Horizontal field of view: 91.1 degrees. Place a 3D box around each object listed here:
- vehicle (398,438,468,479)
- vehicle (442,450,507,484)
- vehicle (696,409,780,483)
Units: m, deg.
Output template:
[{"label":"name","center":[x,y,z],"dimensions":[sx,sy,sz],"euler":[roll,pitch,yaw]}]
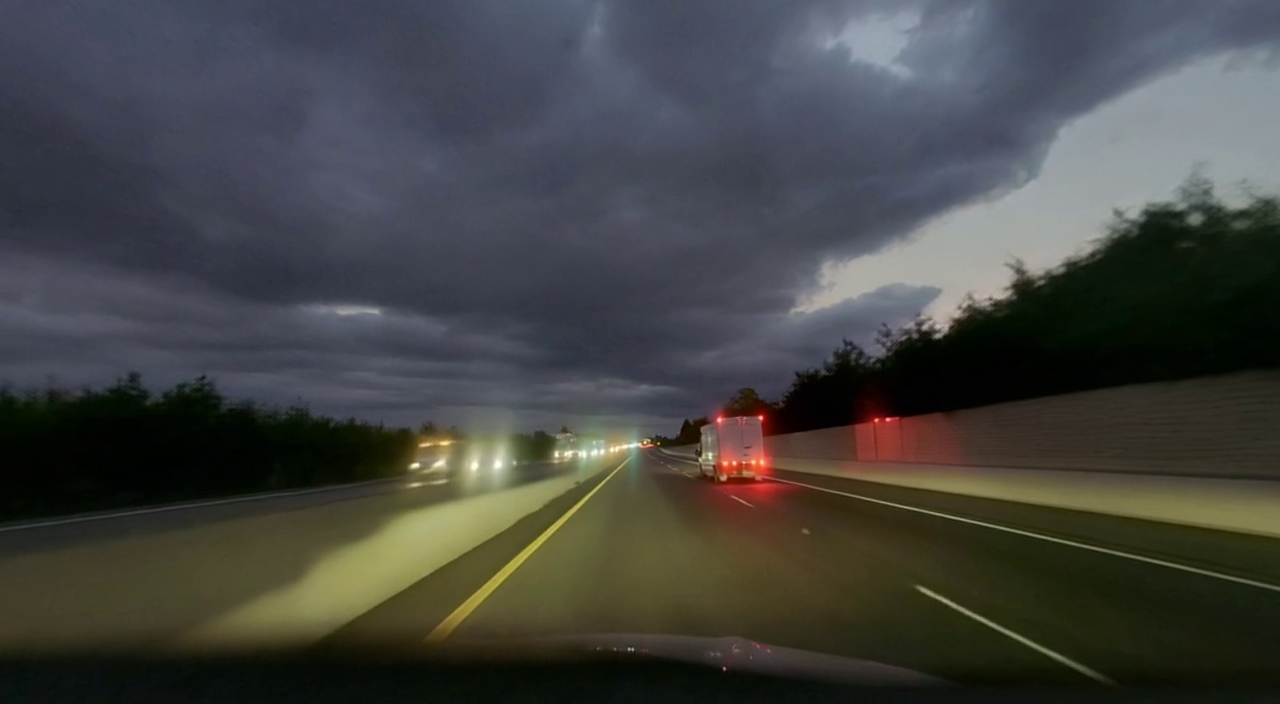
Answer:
[{"label":"vehicle","center":[-12.981,6.711,39.922],"dimensions":[2.364,2.387,6.068],"euler":[0,-9,0]},{"label":"vehicle","center":[-8.355,5.813,32.160],"dimensions":[2.157,1.583,4.227],"euler":[0,-9,1]},{"label":"vehicle","center":[4.072,4.128,27.574],"dimensions":[2.449,2.805,6.763],"euler":[0,-9,-1]}]
